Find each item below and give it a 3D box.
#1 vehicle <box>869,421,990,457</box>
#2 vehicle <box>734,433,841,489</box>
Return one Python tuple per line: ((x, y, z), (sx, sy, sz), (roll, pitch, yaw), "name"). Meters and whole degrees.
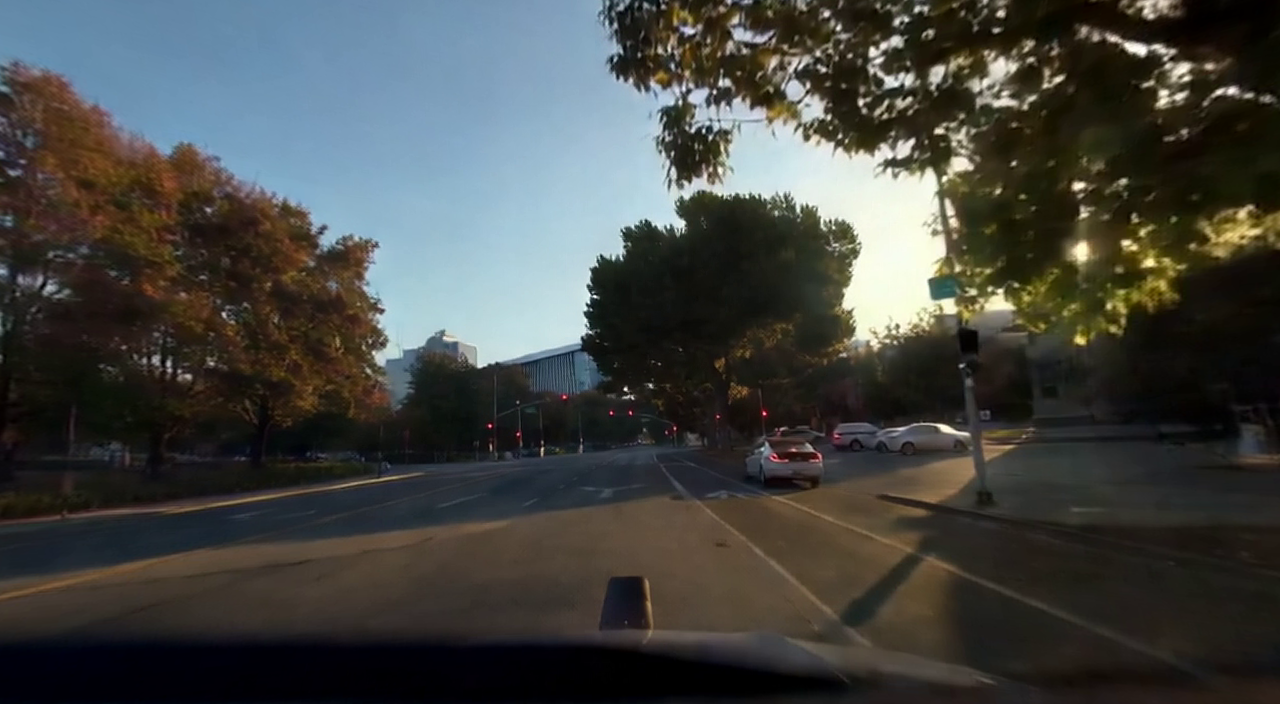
((12.265, 3.717, 26.944), (4.227, 1.451, 1.874), (0, -8, 1), "vehicle")
((4.230, 3.223, 18.968), (2.006, 1.448, 4.671), (0, -8, -1), "vehicle")
